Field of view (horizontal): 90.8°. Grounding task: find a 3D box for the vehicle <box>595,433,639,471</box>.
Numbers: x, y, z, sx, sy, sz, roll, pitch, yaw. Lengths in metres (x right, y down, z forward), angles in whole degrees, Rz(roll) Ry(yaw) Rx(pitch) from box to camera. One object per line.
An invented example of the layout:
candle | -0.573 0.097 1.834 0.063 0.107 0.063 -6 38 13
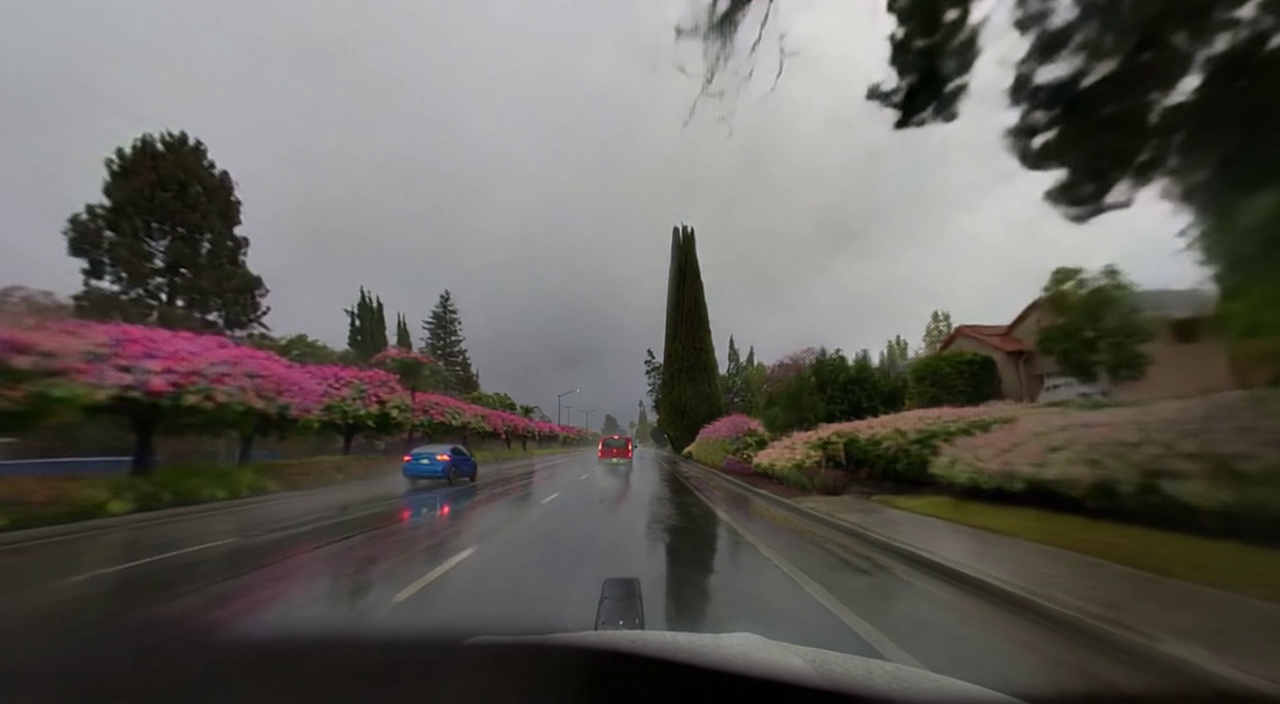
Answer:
vehicle | -1.077 5.051 32.213 2.070 1.764 4.552 0 -8 0

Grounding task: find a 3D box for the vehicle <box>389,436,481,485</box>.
vehicle | -7.678 4.087 24.196 1.993 1.657 4.487 0 -8 0
